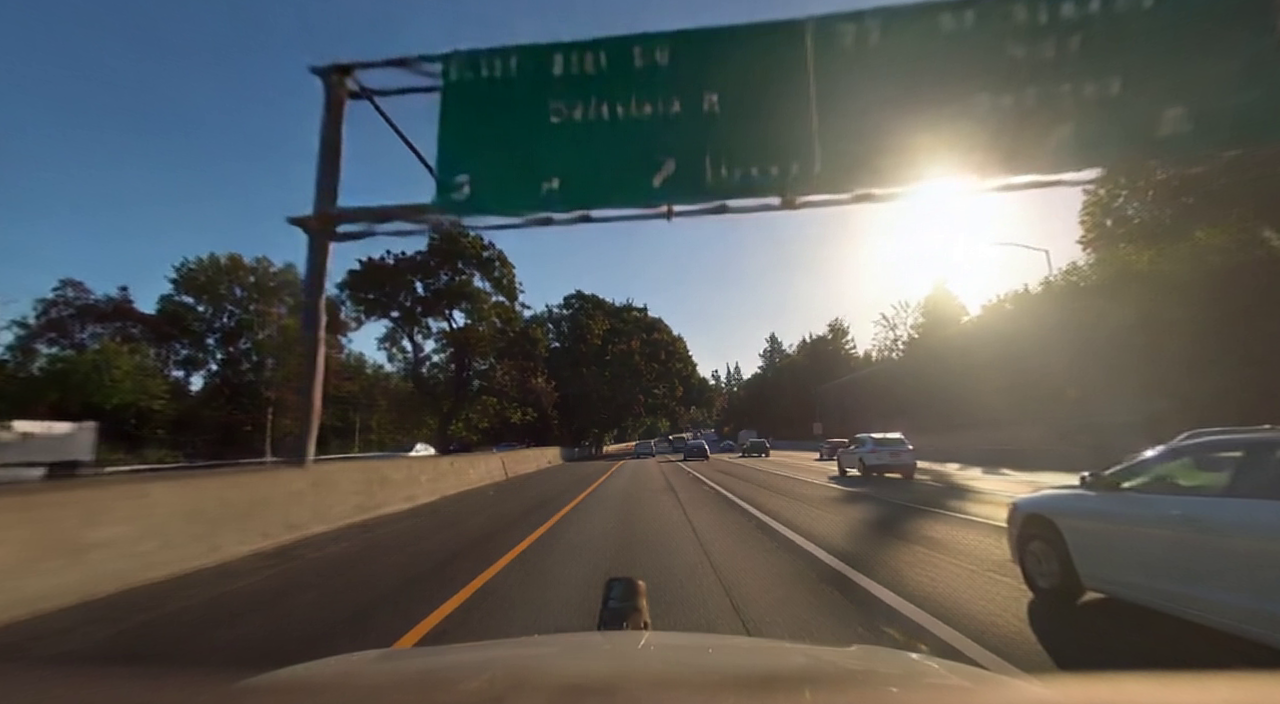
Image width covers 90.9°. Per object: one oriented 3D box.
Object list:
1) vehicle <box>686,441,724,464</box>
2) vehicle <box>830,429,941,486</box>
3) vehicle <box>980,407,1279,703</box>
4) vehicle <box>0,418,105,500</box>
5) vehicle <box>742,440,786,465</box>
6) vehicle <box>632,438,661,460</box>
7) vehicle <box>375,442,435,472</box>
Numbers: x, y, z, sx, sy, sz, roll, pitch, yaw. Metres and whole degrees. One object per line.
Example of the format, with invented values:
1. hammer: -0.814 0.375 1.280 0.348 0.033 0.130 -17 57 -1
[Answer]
1. vehicle: 4.433 6.905 43.500 2.118 1.438 4.312 0 -8 -1
2. vehicle: 8.145 3.540 21.394 1.986 1.703 4.226 0 -8 -1
3. vehicle: 4.171 1.019 3.083 2.223 1.483 5.075 0 -8 0
4. vehicle: -21.362 3.484 20.630 2.442 2.577 5.925 0 -8 0
5. vehicle: 8.033 6.532 41.154 1.919 1.476 4.303 0 -8 -1
6. vehicle: 0.492 7.438 48.368 2.124 1.639 4.122 0 -8 1
7. vehicle: -13.586 6.072 36.757 1.847 1.610 4.188 0 -8 0
